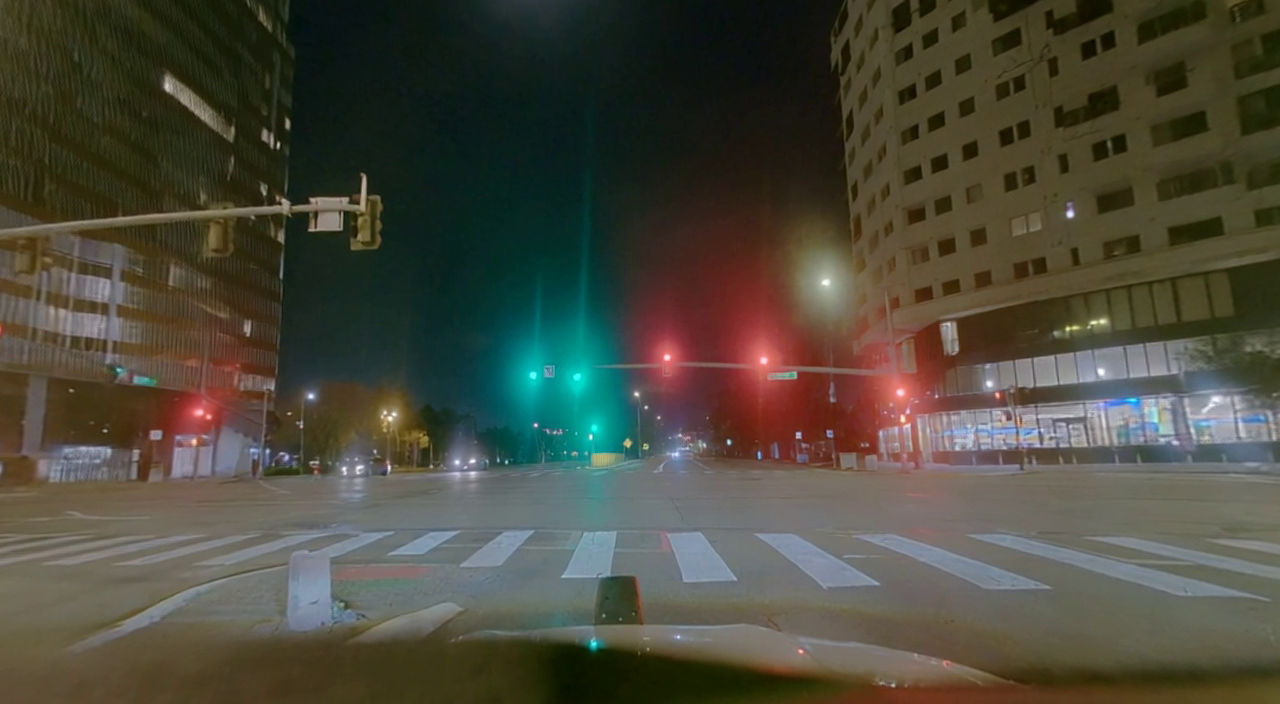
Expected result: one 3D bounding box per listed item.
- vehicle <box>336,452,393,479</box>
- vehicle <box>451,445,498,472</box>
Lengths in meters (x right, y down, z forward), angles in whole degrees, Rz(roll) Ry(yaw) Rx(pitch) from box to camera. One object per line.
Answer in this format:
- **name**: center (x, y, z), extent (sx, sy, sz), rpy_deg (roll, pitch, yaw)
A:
- **vehicle**: center (-18.850, 7.759, 43.365), extent (1.933, 1.664, 4.255), rpy_deg (0, -9, 1)
- **vehicle**: center (-12.163, 7.854, 46.670), extent (2.151, 1.847, 4.634), rpy_deg (0, -9, 0)
